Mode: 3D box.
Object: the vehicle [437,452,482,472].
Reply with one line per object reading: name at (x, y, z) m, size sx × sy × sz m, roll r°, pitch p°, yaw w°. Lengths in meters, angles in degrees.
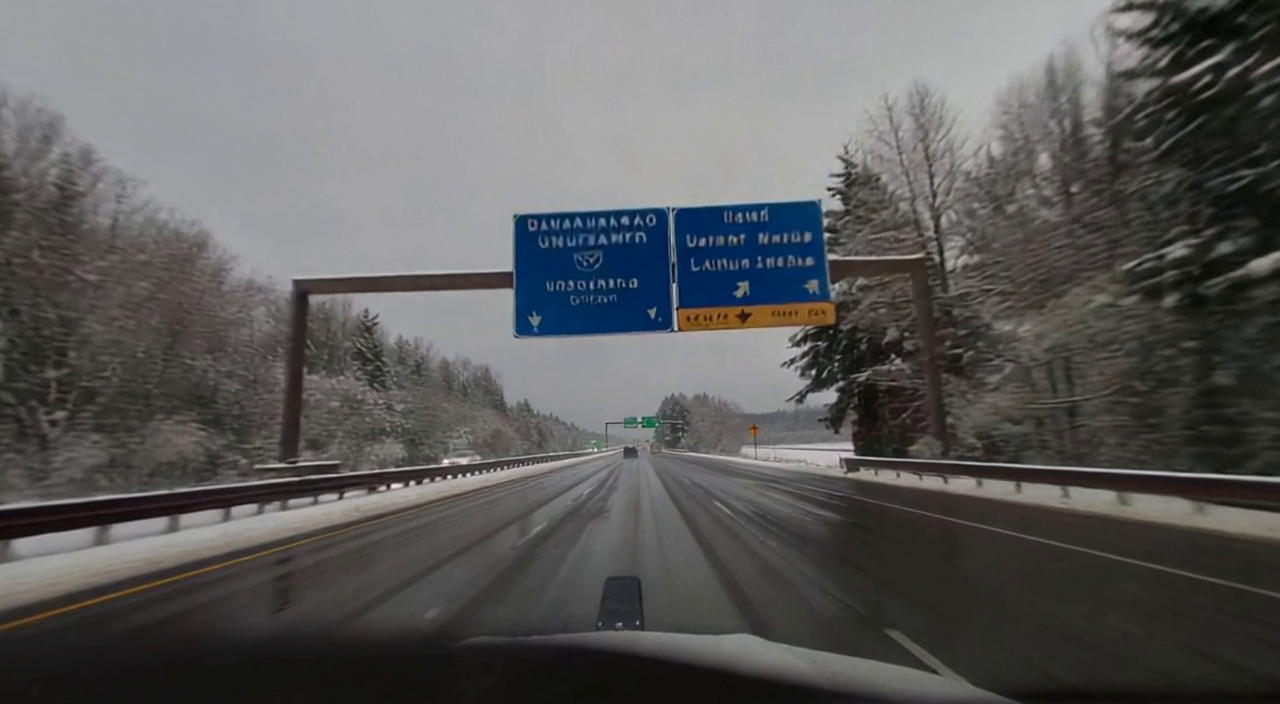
vehicle at (-13.588, 8.298, 47.787) m, size 2.159 × 1.438 × 4.323 m, roll 0°, pitch -9°, yaw 0°
